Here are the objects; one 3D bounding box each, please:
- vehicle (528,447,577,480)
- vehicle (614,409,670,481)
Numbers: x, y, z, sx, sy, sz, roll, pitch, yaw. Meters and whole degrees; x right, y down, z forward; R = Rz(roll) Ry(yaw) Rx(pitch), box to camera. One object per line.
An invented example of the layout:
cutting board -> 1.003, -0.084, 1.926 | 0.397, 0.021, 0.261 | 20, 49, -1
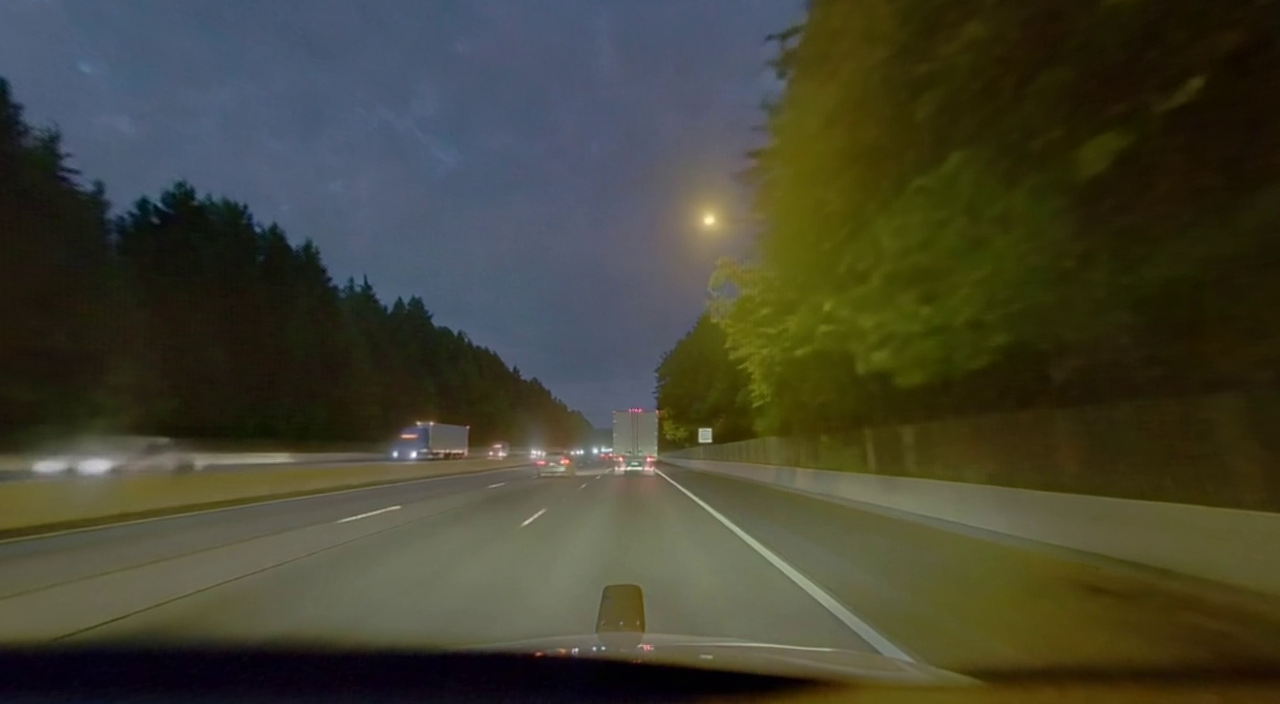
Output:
vehicle -> -4.431, 5.746, 32.574 | 1.964, 1.556, 4.071 | 0, -9, 0
vehicle -> 0.002, 5.958, 39.793 | 2.976, 3.800, 12.335 | 0, -9, -1
